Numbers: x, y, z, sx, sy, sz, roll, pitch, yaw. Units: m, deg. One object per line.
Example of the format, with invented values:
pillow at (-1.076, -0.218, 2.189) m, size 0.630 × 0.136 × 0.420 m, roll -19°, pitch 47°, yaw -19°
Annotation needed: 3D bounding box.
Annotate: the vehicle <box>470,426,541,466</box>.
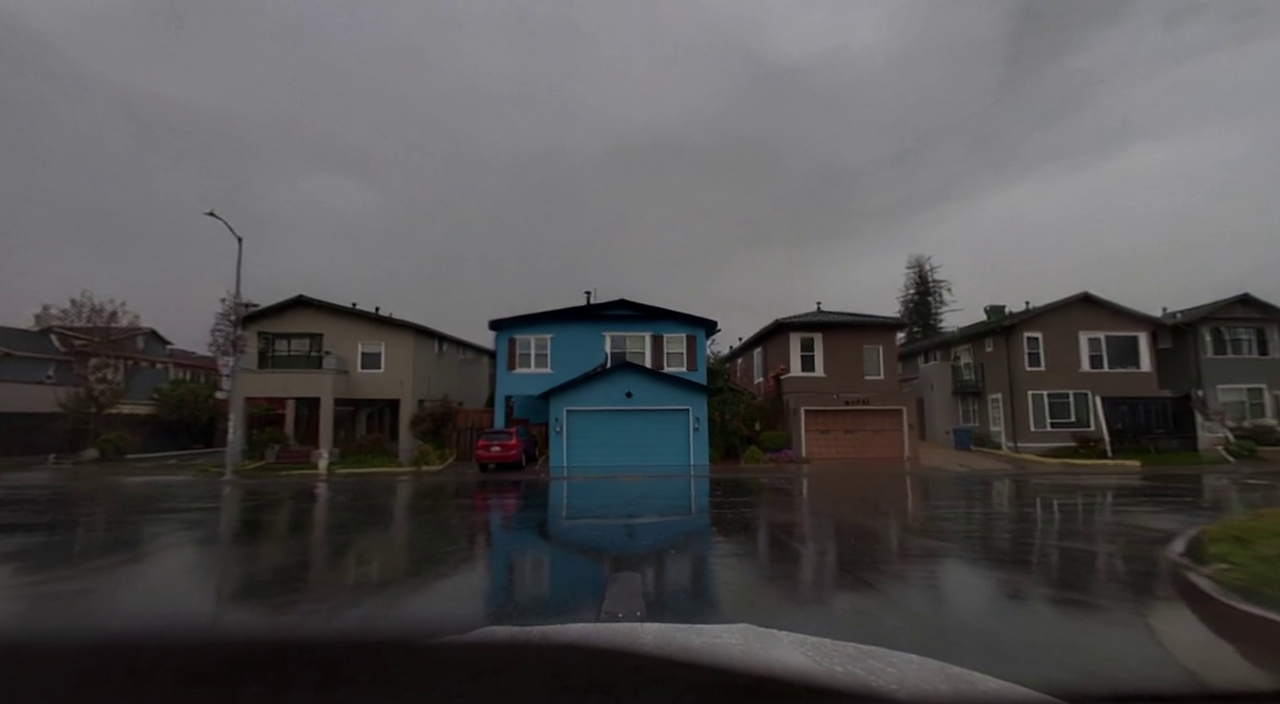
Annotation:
vehicle at (-5.419, 3.876, 26.006) m, size 1.968 × 1.491 × 4.486 m, roll 0°, pitch -8°, yaw 0°
